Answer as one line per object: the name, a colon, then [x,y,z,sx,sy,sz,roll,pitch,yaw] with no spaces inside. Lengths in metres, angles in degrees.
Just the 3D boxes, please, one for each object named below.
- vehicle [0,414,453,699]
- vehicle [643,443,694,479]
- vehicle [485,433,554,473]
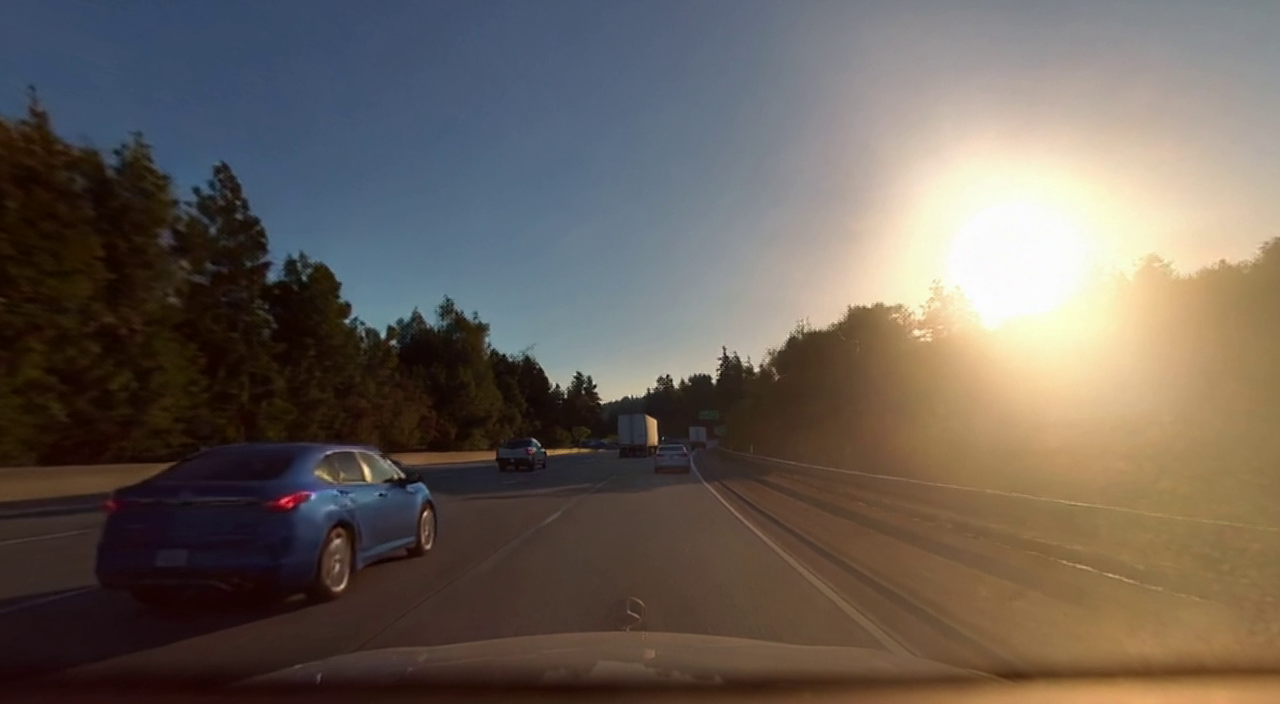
vehicle: [-3.417,1.430,5.716,1.916,1.486,4.631,0,-9,2]
vehicle: [1.217,4.541,26.520,1.984,1.365,3.767,0,-9,3]
vehicle: [-5.918,5.028,31.555,2.142,1.833,4.854,-1,-9,5]
